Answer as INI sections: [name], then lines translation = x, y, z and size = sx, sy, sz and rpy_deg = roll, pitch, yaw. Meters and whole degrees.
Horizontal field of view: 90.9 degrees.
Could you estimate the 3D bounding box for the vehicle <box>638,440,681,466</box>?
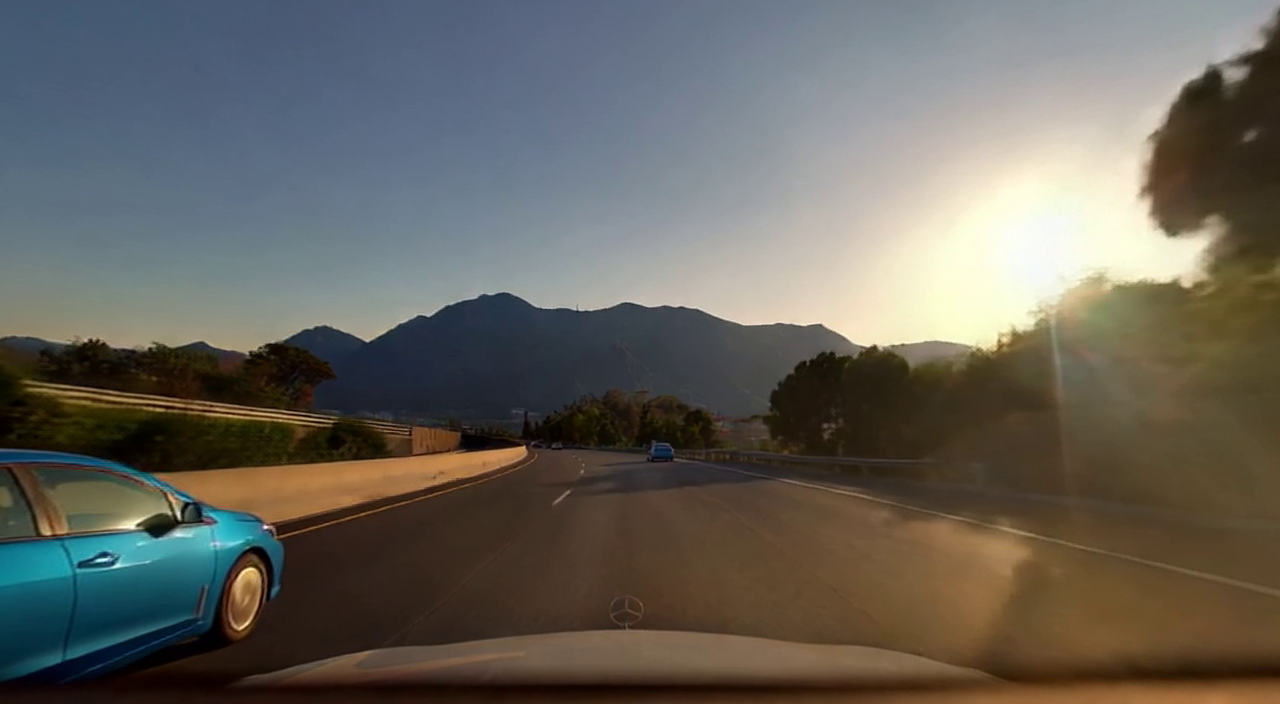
[vehicle]
translation = 1.136, 6.182, 38.741
size = 1.985, 1.440, 4.466
rpy_deg = 1, -9, -7
